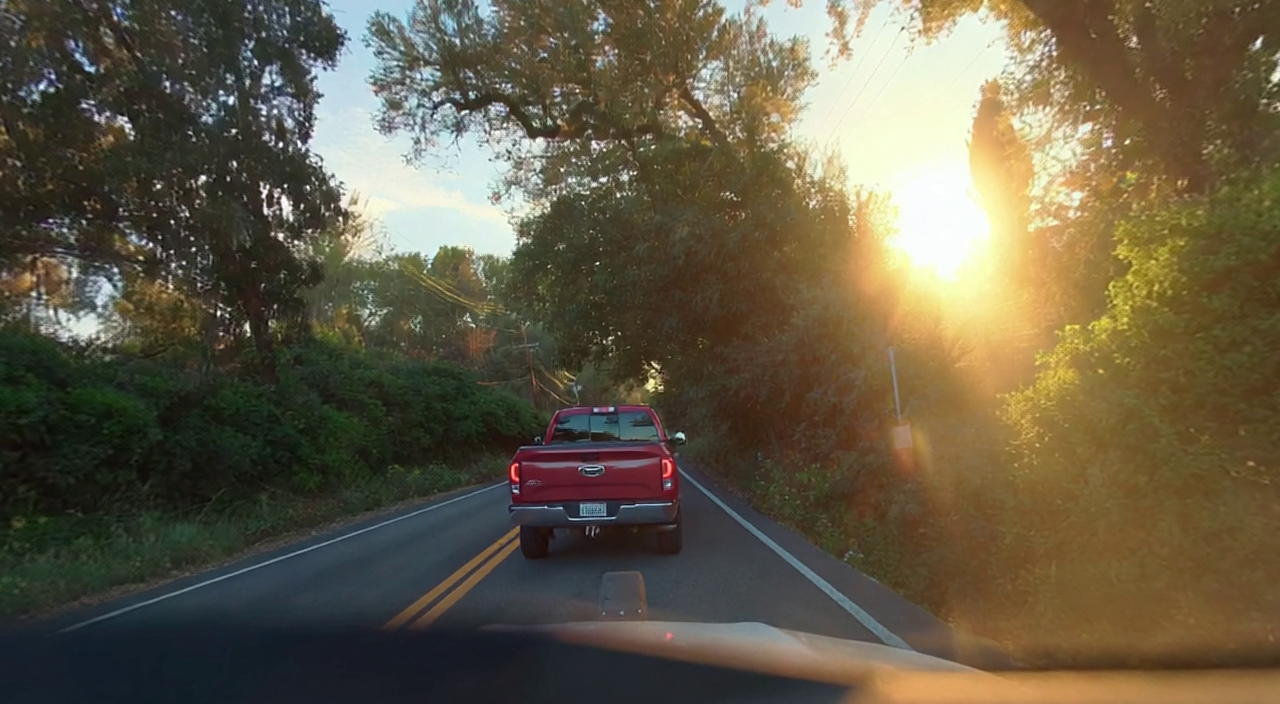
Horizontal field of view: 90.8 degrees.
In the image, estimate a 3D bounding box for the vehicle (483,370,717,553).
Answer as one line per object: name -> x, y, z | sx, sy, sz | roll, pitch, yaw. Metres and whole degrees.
vehicle -> -0.527, 1.763, 10.727 | 2.837, 2.223, 5.885 | 0, -8, -1
